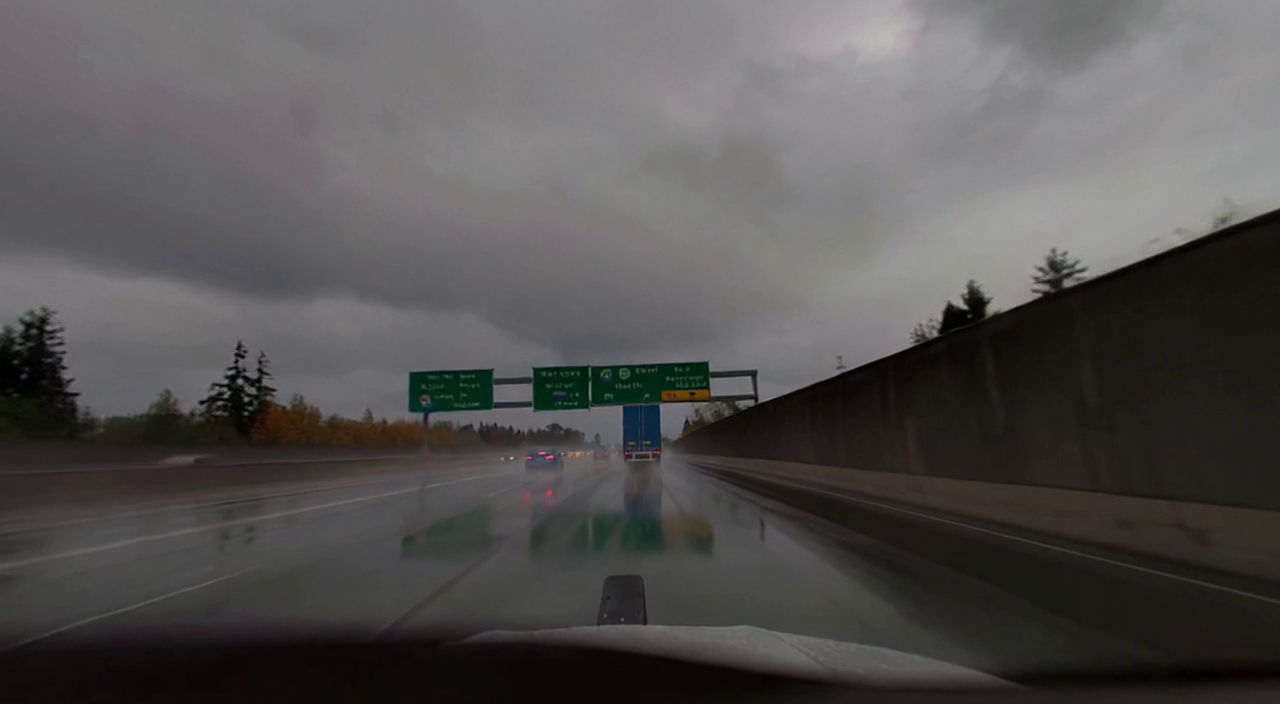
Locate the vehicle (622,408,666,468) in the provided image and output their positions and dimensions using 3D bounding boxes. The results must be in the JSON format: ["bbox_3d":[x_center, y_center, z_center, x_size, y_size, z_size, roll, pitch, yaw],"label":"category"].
[{"bbox_3d":[0.339,6.631,48.079,2.980,4.051,10.359,0,-9,1],"label":"vehicle"}]

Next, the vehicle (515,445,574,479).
[{"bbox_3d":[-4.411,5.159,29.845,1.977,1.478,4.702,0,-9,1],"label":"vehicle"}]
